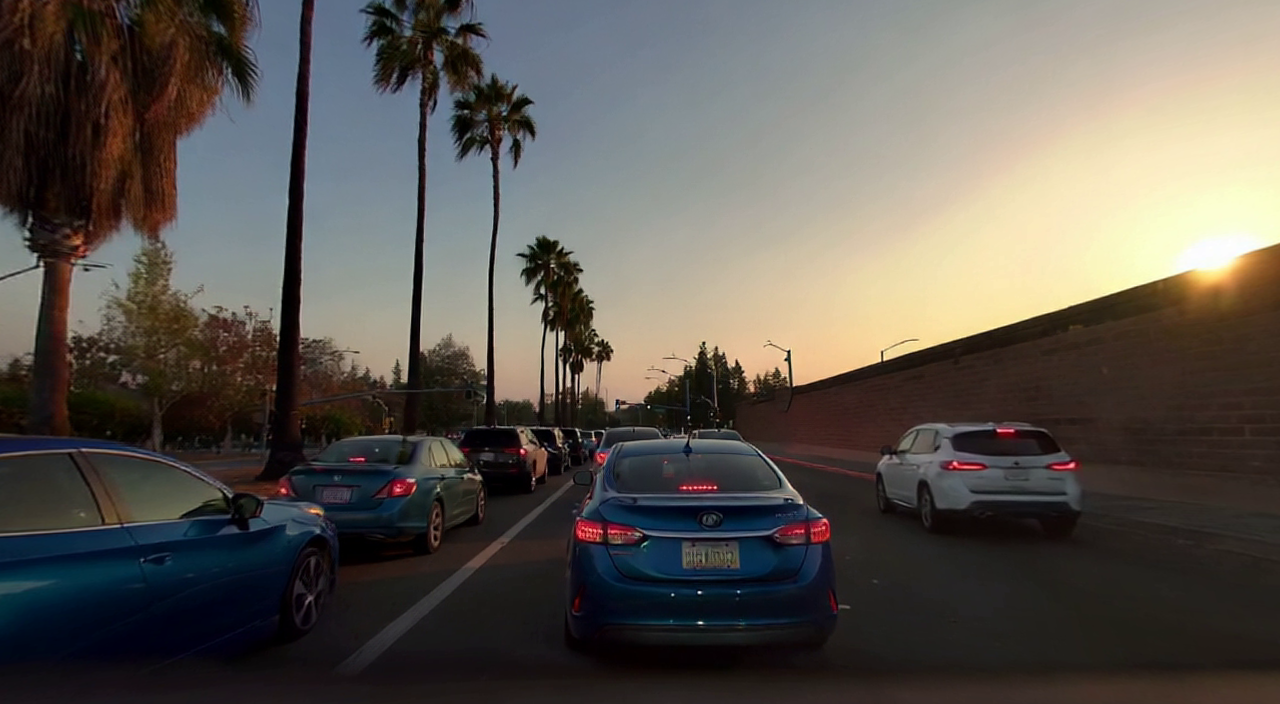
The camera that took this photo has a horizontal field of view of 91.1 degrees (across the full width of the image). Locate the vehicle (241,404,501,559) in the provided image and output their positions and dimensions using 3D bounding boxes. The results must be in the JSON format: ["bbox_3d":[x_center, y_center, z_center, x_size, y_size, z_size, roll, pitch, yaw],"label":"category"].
[{"bbox_3d":[-3.520,1.783,9.275,2.055,1.746,4.136,0,-8,-1],"label":"vehicle"}]

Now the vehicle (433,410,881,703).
[{"bbox_3d":[0.041,1.340,5.193,2.128,1.473,4.272,0,-8,-1],"label":"vehicle"}]

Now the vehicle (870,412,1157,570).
[{"bbox_3d":[4.964,1.871,9.283,2.112,1.717,4.432,-2,-9,10],"label":"vehicle"}]

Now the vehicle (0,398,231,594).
[{"bbox_3d":[-6.676,1.400,6.382,1.963,1.721,4.662,0,-8,-2],"label":"vehicle"}]
